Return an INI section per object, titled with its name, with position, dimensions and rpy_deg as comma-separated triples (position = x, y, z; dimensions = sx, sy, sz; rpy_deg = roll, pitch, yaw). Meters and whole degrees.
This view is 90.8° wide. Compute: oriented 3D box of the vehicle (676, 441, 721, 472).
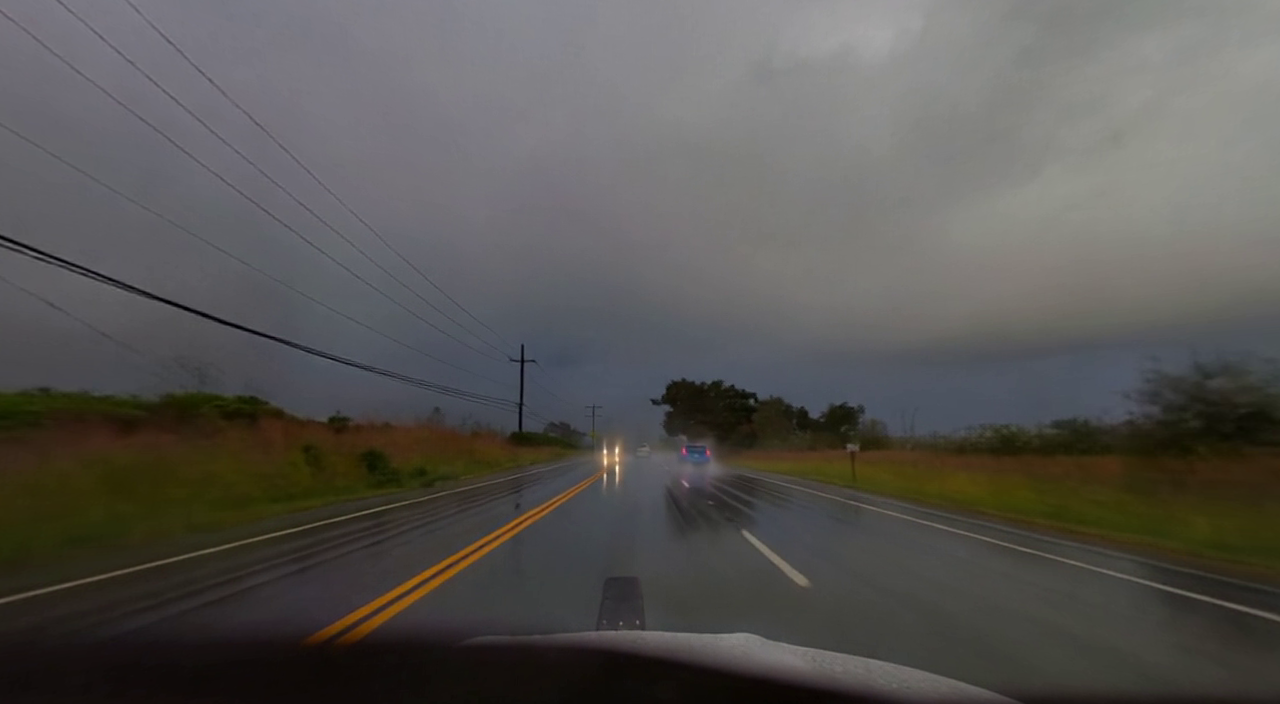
[vehicle]
position = 3.321, 6.030, 36.623
dimensions = 2.135, 1.692, 4.185
rpy_deg = 0, -9, -2
